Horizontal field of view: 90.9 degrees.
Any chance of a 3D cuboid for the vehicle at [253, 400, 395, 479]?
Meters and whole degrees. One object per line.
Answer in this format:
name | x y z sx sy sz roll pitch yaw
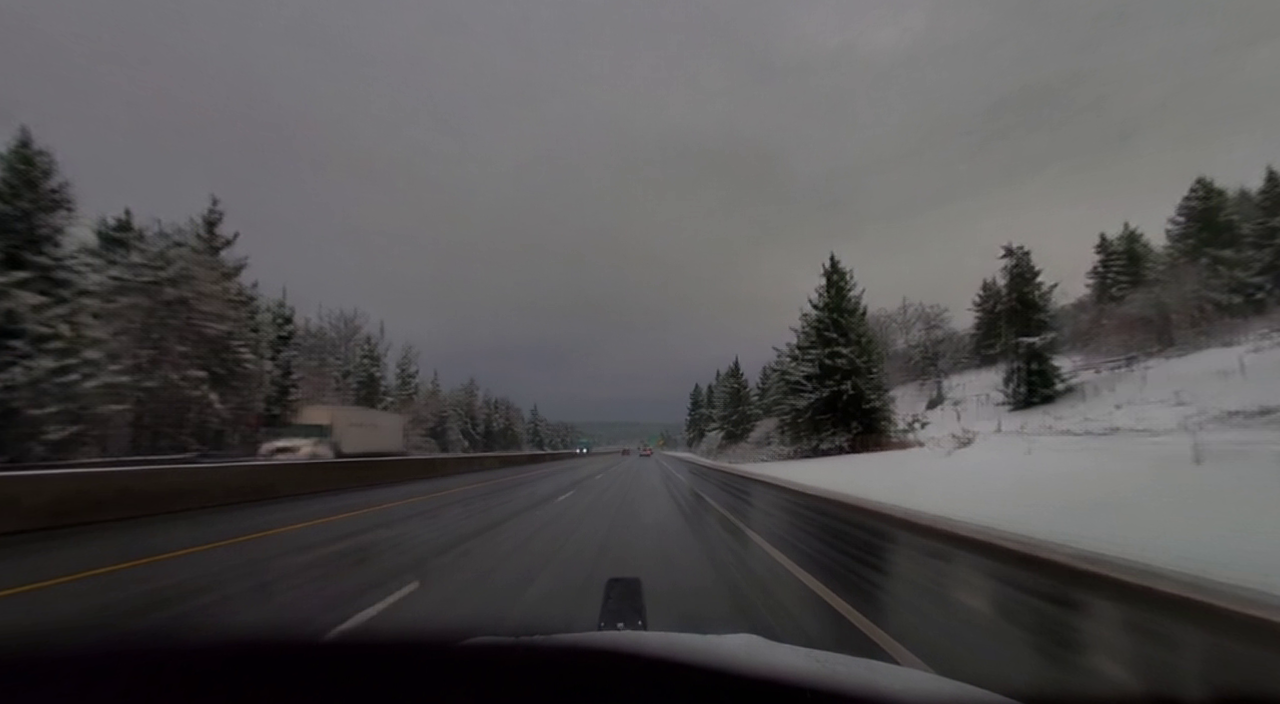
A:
vehicle | -16.014 4.606 32.890 2.932 3.574 8.159 0 -9 2
